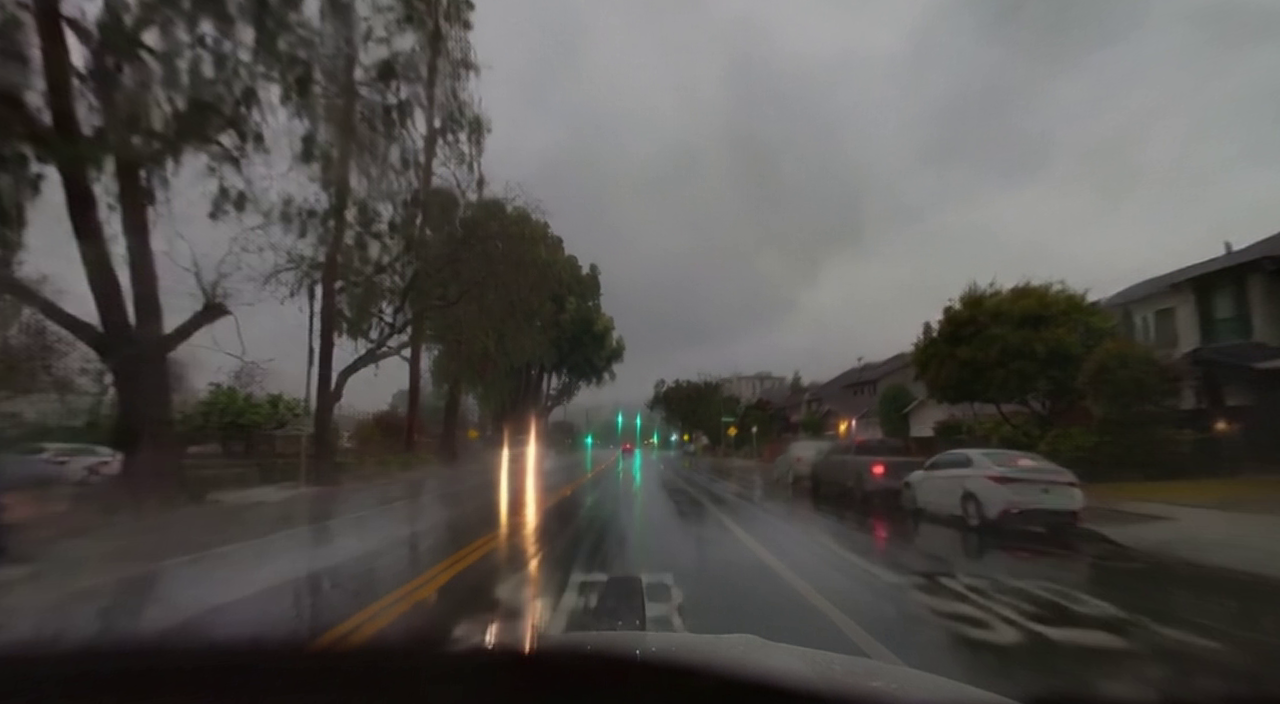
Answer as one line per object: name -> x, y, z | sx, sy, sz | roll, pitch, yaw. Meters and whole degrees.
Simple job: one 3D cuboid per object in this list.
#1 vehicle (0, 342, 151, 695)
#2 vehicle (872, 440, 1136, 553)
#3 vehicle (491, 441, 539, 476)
vehicle -> -4.373, 0.630, 1.609 | 2.050, 1.841, 5.290 | 0, -8, -1
vehicle -> 6.344, 2.516, 11.841 | 2.226, 1.682, 4.461 | 0, -8, -1
vehicle -> -7.085, 6.074, 36.150 | 1.907, 1.860, 3.840 | 0, -8, 0
